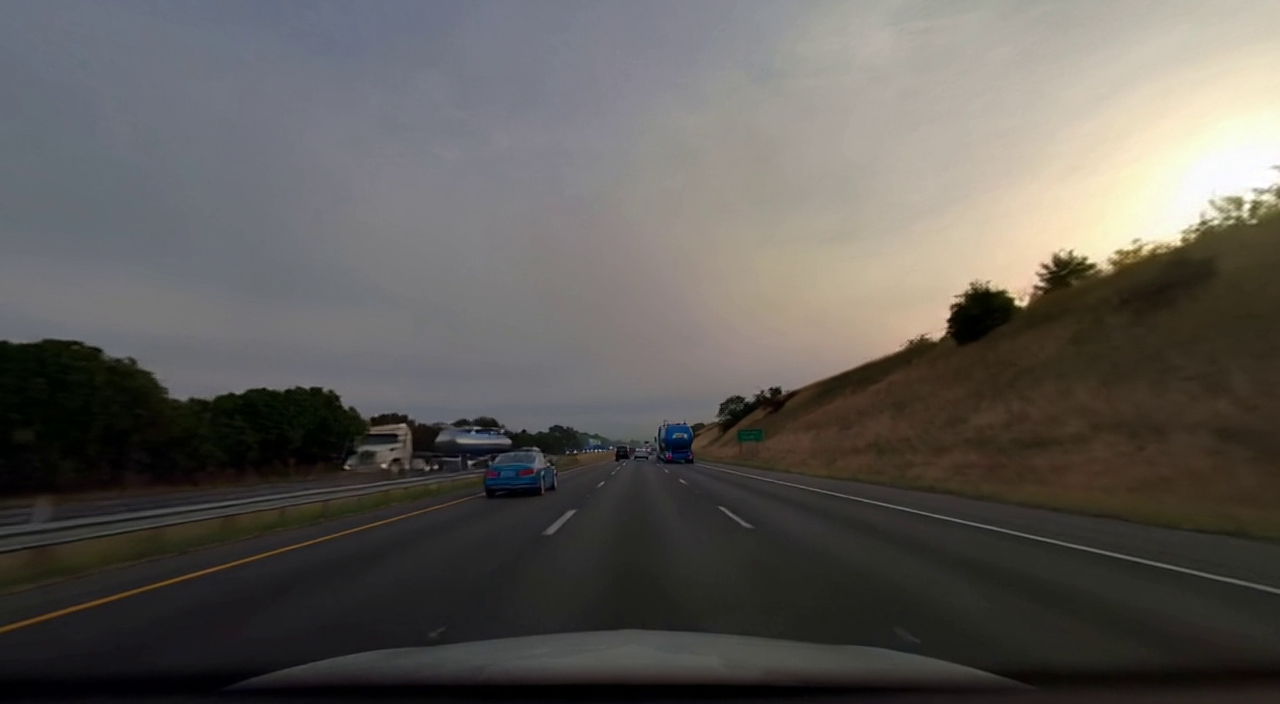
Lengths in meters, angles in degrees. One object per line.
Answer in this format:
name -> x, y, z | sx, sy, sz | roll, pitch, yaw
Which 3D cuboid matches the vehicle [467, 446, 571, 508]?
vehicle -> -3.171, 3.369, 17.423 | 2.013, 1.498, 3.908 | -1, -9, 1
